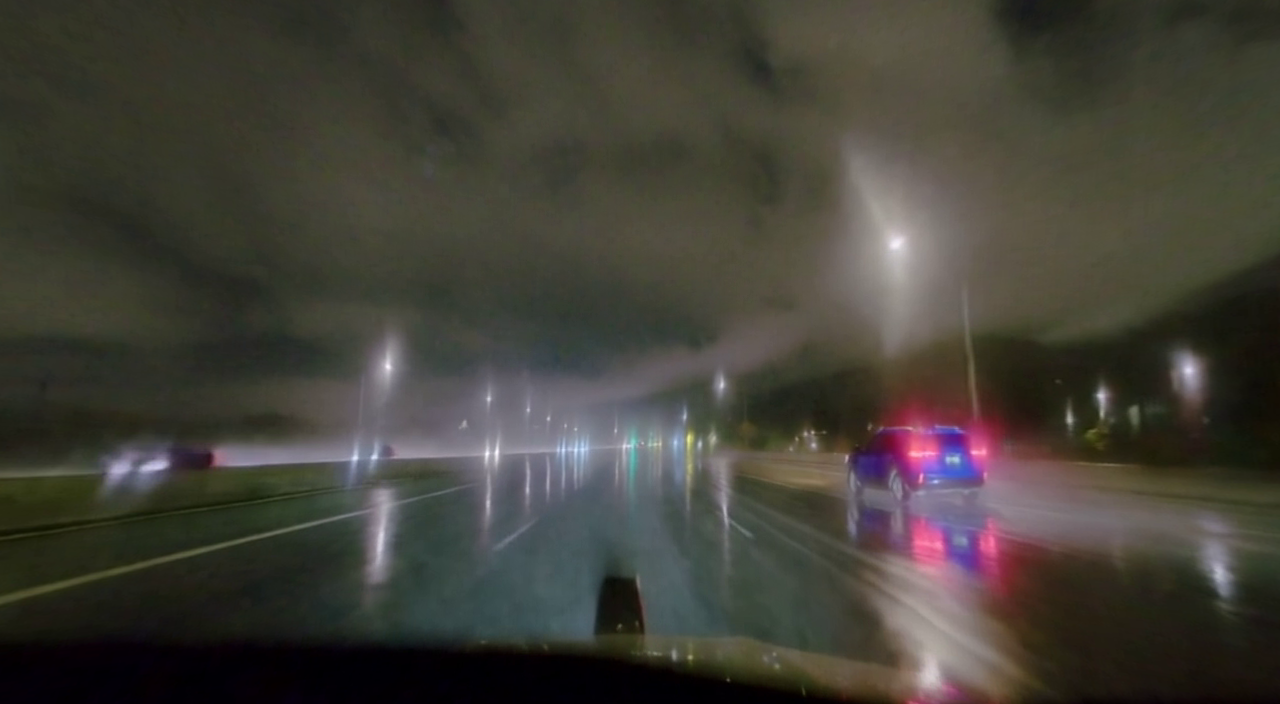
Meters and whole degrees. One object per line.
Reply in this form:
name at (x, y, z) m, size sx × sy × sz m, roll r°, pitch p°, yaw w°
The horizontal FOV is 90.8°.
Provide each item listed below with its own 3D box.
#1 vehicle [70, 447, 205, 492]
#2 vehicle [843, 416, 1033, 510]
vehicle at (-21.842, 5.092, 27.743) m, size 2.003 × 1.762 × 4.737 m, roll 0°, pitch -8°, yaw 0°
vehicle at (6.857, 2.610, 15.273) m, size 2.222 × 1.899 × 4.595 m, roll 0°, pitch -9°, yaw -1°
